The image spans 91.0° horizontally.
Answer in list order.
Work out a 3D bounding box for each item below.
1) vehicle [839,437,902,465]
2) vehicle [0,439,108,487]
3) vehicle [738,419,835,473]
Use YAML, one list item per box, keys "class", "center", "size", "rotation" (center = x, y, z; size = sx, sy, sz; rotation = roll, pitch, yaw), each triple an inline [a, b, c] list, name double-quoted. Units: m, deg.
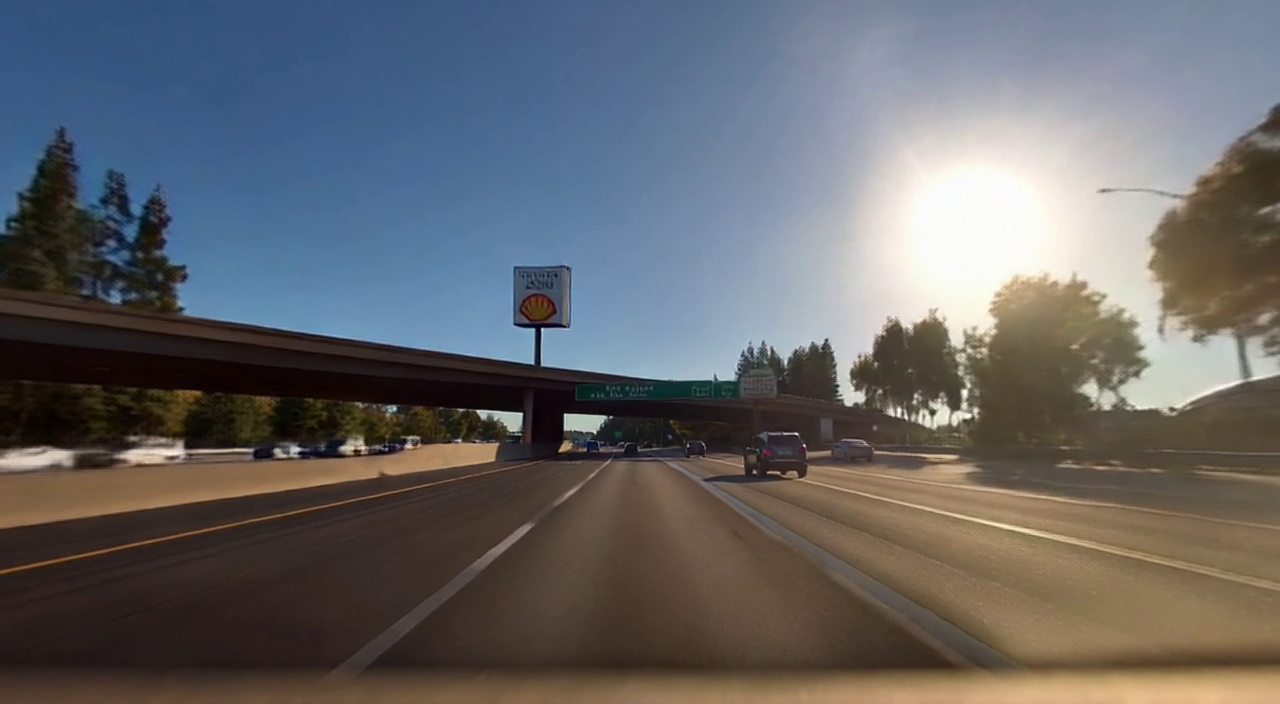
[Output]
- class: "vehicle"
  center: [14.017, 6.029, 38.555]
  size: [2.072, 1.611, 4.387]
  rotation: [0, -8, -2]
- class: "vehicle"
  center: [-21.093, 3.723, 21.347]
  size: [1.994, 1.491, 4.711]
  rotation: [0, -8, -1]
- class: "vehicle"
  center: [7.021, 4.686, 31.452]
  size: [2.779, 2.339, 8.073]
  rotation: [0, -8, -1]
